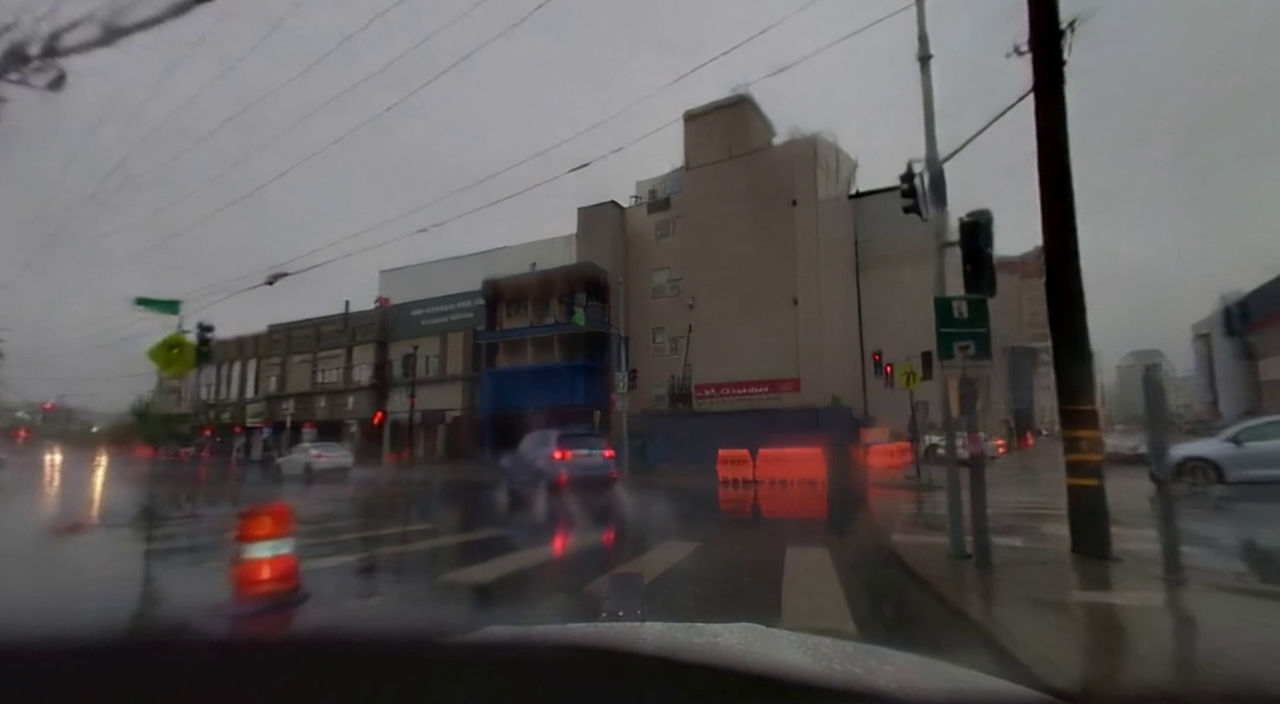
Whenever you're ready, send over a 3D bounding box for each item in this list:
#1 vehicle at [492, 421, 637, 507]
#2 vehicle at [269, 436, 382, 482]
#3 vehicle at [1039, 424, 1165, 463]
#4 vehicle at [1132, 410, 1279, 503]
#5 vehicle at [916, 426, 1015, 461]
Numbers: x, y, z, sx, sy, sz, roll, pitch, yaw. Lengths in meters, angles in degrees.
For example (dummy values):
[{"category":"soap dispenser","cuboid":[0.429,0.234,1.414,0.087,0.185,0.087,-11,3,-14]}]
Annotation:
[{"category":"vehicle","cuboid":[-2.196,2.874,16.664,2.256,1.859,5.118,4,-10,-25]},{"category":"vehicle","cuboid":[-14.484,4.888,28.994,5.548,1.911,2.206,-6,-11,36]},{"category":"vehicle","cuboid":[21.719,4.346,29.984,4.550,1.704,1.922,-5,-10,31]},{"category":"vehicle","cuboid":[13.773,2.181,13.308,4.740,1.802,2.249,-3,-9,17]},{"category":"vehicle","cuboid":[16.876,4.788,32.841,4.382,1.688,1.937,-5,-10,28]}]
